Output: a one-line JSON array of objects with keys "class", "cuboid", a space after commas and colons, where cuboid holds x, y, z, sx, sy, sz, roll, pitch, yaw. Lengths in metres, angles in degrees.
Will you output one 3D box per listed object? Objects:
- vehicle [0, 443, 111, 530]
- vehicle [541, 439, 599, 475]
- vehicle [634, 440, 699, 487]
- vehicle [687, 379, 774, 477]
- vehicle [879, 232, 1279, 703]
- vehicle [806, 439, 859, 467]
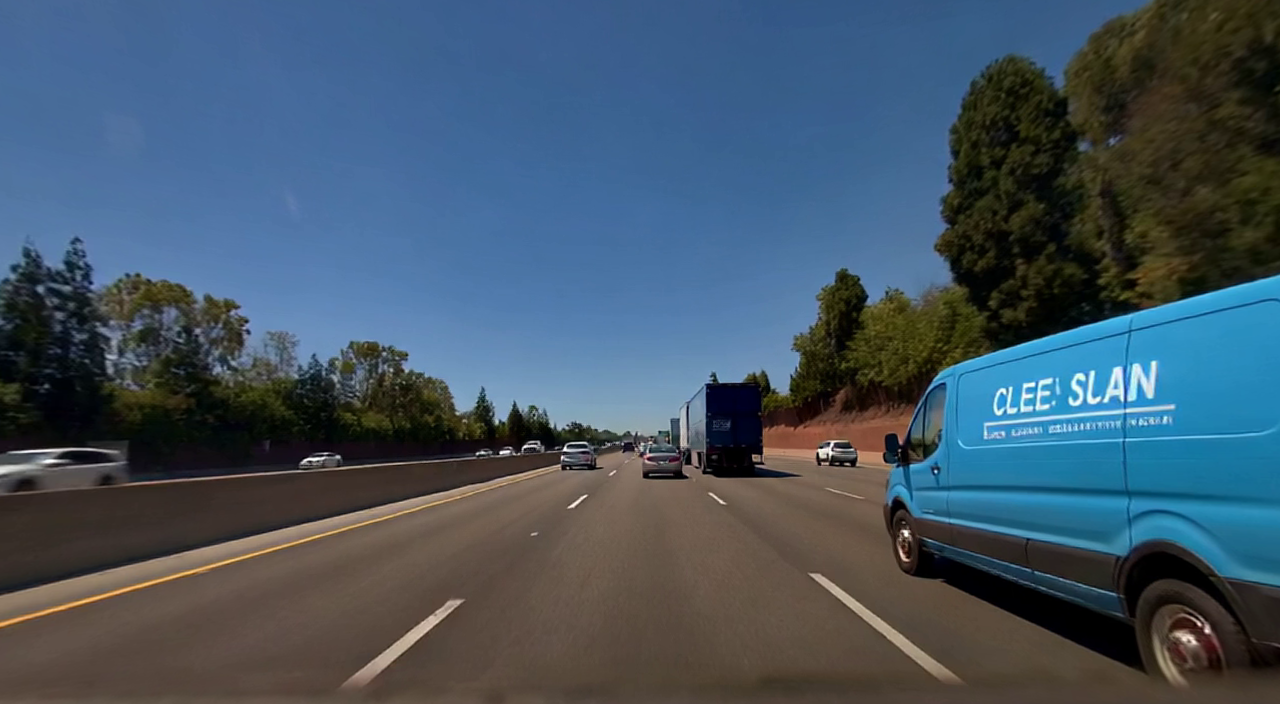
[{"class": "vehicle", "cuboid": [-15.894, 3.089, 14.448, 2.452, 1.967, 5.756, 0, -9, 1]}, {"class": "vehicle", "cuboid": [-3.257, 5.016, 30.289, 2.182, 1.601, 4.364, -1, -9, 2]}, {"class": "vehicle", "cuboid": [0.833, 3.861, 22.147, 2.063, 1.469, 4.208, 0, -9, 0]}, {"class": "vehicle", "cuboid": [4.229, 4.091, 32.677, 2.821, 4.077, 12.562, 0, -9, 1]}, {"class": "vehicle", "cuboid": [3.516, 0.708, 3.049, 2.441, 2.017, 5.739, 0, -9, 0]}, {"class": "vehicle", "cuboid": [11.088, 5.861, 36.636, 1.870, 1.525, 3.680, 0, -9, 0]}]
